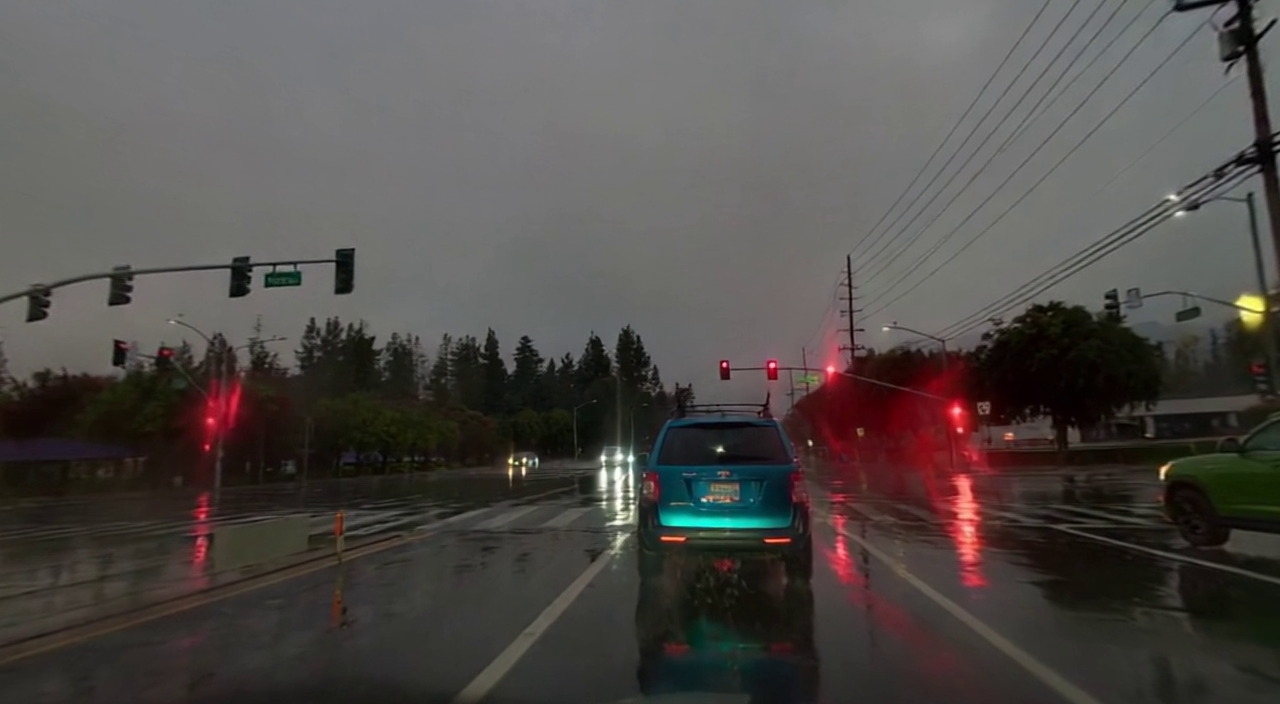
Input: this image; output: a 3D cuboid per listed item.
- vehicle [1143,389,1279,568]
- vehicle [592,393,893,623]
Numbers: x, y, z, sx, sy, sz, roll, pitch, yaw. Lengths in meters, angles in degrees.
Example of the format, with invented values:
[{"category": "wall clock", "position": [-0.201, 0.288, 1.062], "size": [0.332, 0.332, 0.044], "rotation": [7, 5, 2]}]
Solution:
[{"category": "vehicle", "position": [7.597, 1.216, 5.960], "size": [2.119, 1.827, 4.806], "rotation": [-1, -9, 7]}, {"category": "vehicle", "position": [0.976, 1.521, 7.081], "size": [2.285, 1.729, 4.252], "rotation": [-1, -9, 6]}]
